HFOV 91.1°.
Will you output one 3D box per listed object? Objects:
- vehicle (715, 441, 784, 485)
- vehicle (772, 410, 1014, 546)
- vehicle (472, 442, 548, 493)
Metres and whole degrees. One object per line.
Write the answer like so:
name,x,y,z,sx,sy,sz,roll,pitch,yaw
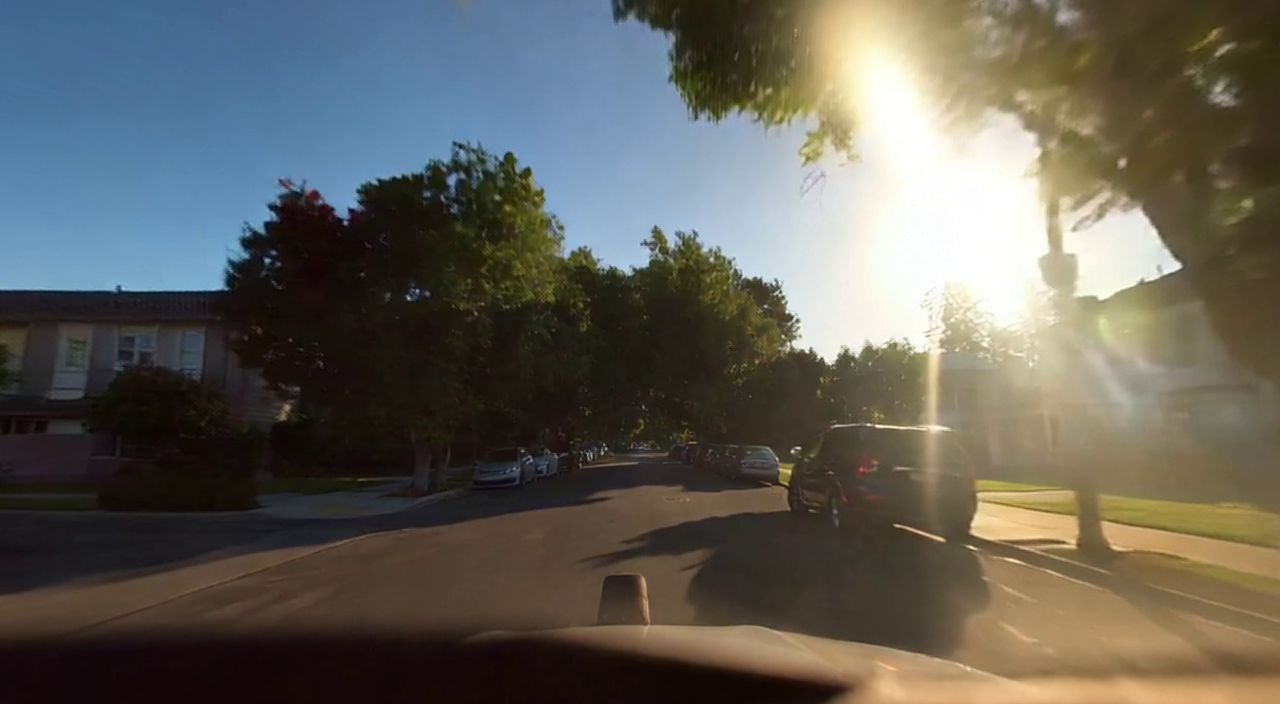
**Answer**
vehicle,4.123,4.240,24.329,1.862,1.525,4.421,0,-8,0
vehicle,4.107,2.155,11.471,2.215,1.897,5.131,0,-8,-1
vehicle,-4.456,3.981,22.128,1.870,1.562,4.212,0,-8,-1
